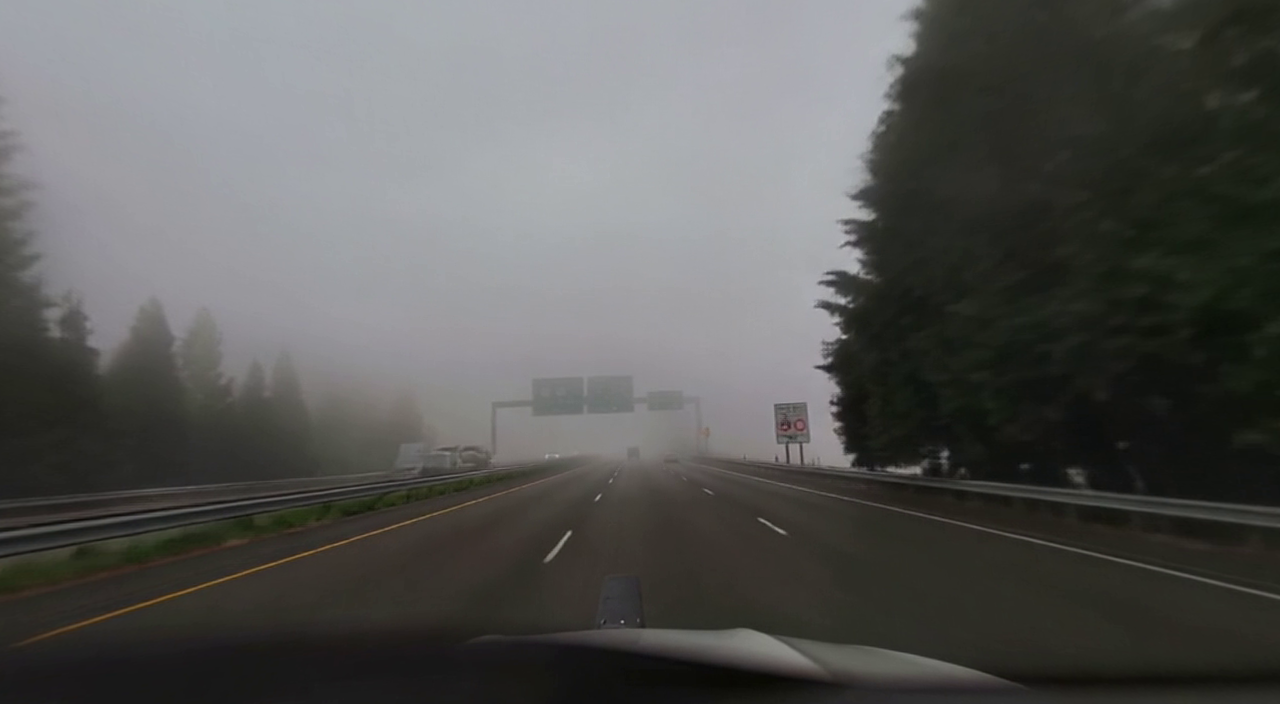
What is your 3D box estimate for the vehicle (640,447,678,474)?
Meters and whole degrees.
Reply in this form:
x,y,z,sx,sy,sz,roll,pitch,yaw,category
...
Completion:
x,y,z,sx,sy,sz,roll,pitch,yaw,category
1.047,6.265,36.620,2.036,1.457,3.471,0,-9,-1,vehicle
